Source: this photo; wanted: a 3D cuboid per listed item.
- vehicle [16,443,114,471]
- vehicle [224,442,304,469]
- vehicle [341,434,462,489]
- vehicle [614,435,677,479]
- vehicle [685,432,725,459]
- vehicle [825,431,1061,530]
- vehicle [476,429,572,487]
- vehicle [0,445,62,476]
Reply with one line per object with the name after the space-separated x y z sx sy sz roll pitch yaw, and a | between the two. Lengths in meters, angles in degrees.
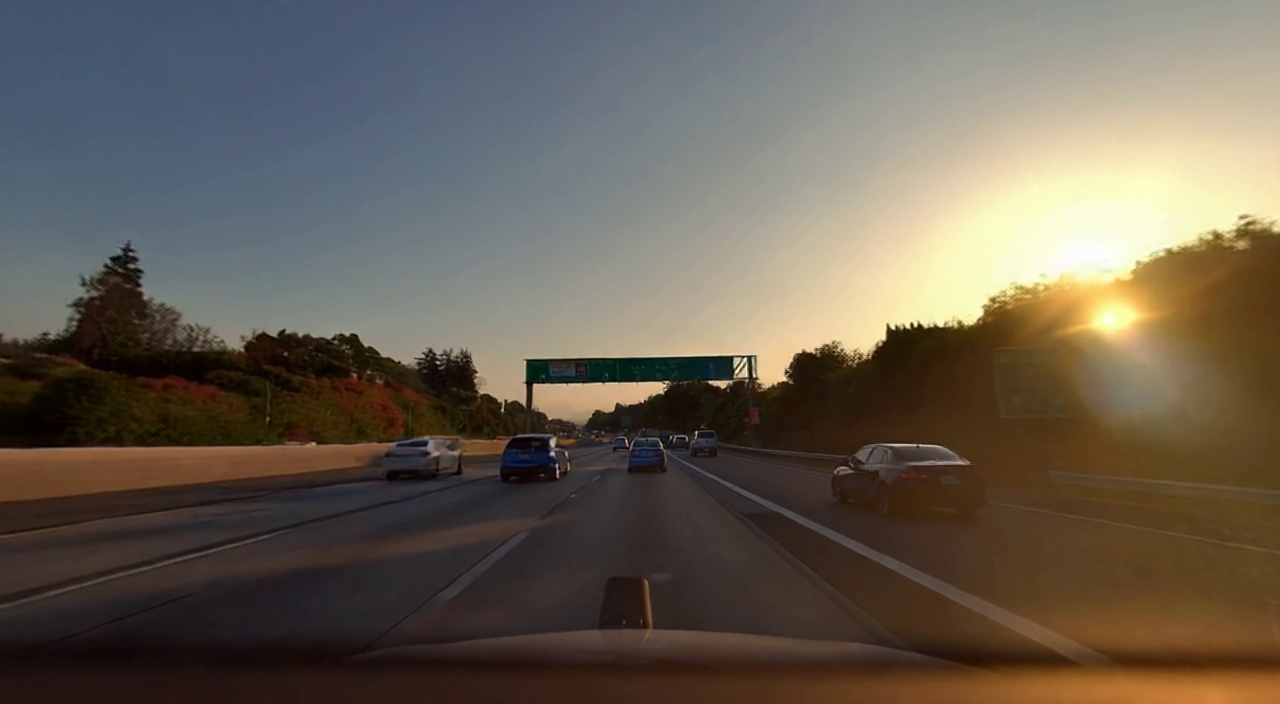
-36.484 6.636 40.192 1.945 1.634 4.540 0 -8 0 | vehicle
-21.604 5.965 36.475 1.832 1.460 4.430 0 -8 1 | vehicle
-7.199 3.331 19.584 1.932 1.497 4.458 0 -8 1 | vehicle
0.197 3.842 23.260 2.113 1.464 4.073 0 -8 0 | vehicle
4.529 6.631 44.824 2.261 1.781 4.709 0 -8 -1 | vehicle
5.142 2.231 11.568 2.030 1.442 4.358 0 -8 -2 | vehicle
-3.487 3.316 20.023 1.927 1.586 5.142 0 -8 1 | vehicle
-32.865 5.543 32.478 1.807 1.530 4.546 0 -8 0 | vehicle
